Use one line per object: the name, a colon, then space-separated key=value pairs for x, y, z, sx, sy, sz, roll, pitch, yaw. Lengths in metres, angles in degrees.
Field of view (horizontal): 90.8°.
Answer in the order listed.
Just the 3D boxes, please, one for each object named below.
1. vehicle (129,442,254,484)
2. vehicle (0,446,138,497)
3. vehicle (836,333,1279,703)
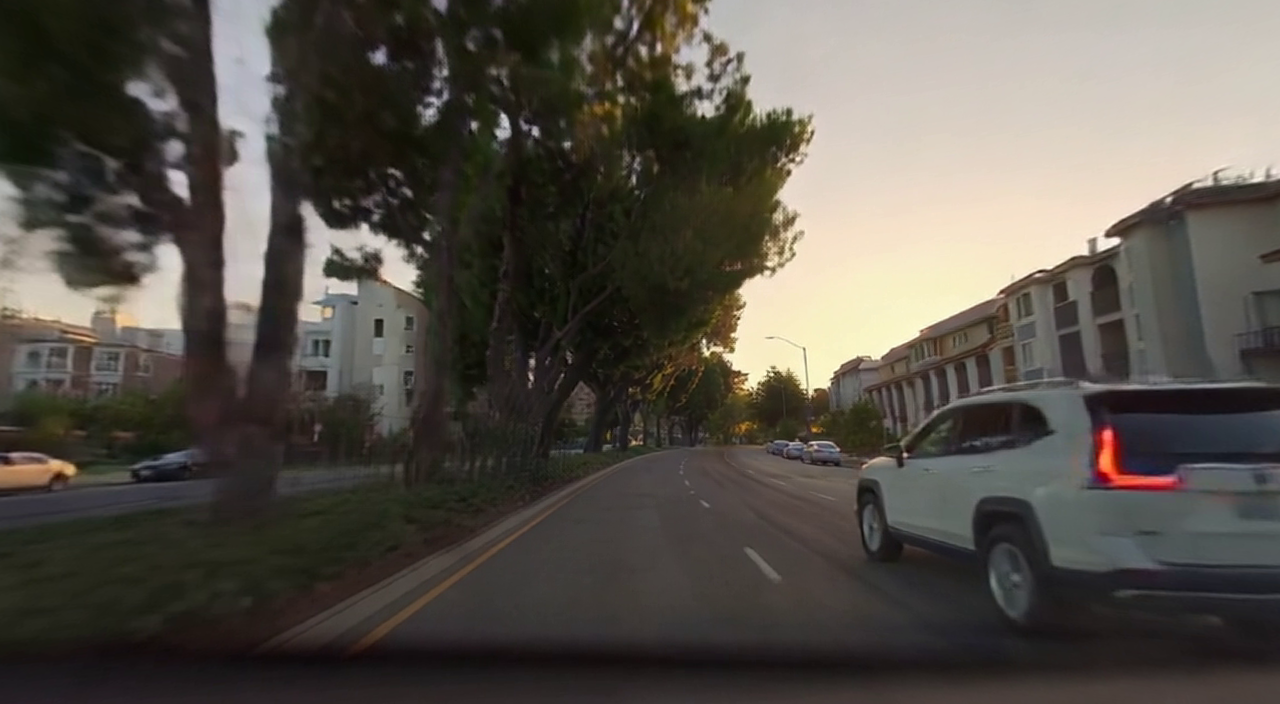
vehicle: x=-18.684 y=4.671 z=26.636 sx=1.908 sy=1.500 sz=4.470 roll=-3 pitch=-10 yaw=2
vehicle: x=-19.071 y=3.823 z=20.551 sx=1.829 sy=1.452 sz=4.562 roll=-2 pitch=-9 yaw=-1
vehicle: x=3.489 y=1.146 z=5.166 sx=2.215 sy=1.812 sz=4.569 roll=0 pitch=-8 yaw=-1
